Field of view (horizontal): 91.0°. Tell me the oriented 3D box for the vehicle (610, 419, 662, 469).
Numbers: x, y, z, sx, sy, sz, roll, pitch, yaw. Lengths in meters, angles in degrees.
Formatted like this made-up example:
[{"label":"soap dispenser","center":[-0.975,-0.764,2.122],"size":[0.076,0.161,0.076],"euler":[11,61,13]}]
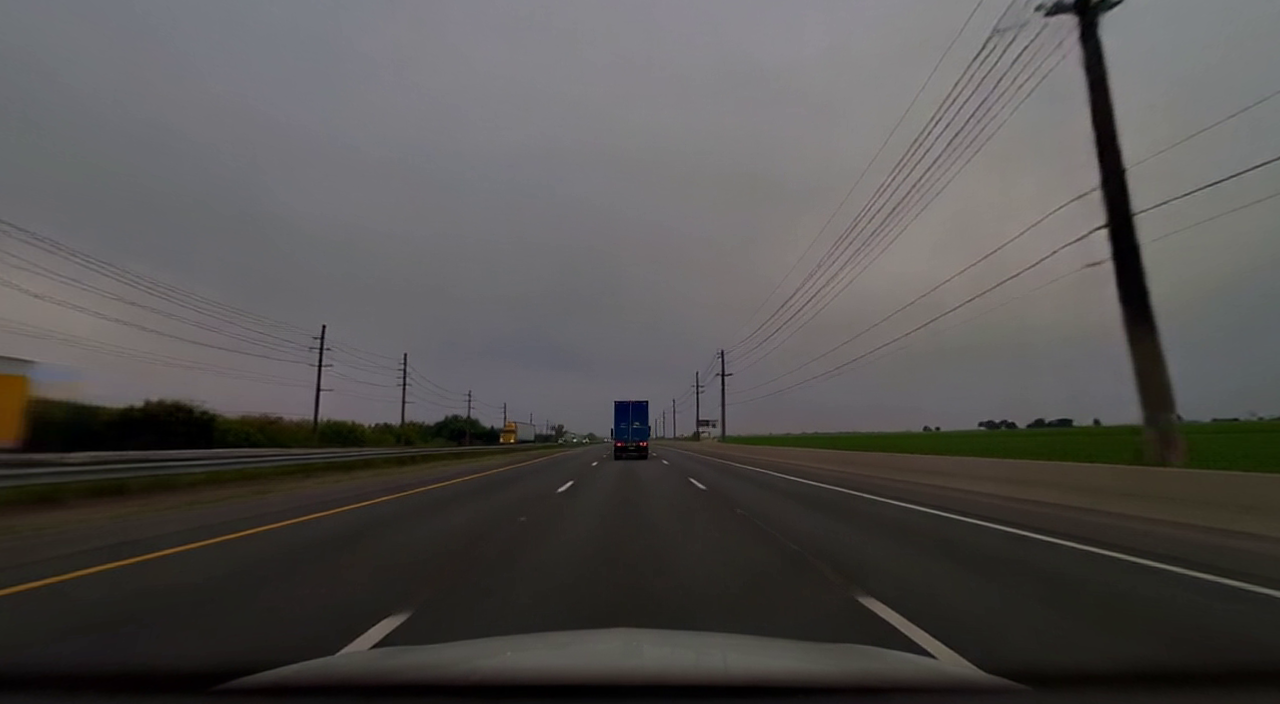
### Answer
[{"label":"vehicle","center":[-0.270,4.345,29.728],"size":[2.240,2.129,4.480],"euler":[0,-8,-2]}]
